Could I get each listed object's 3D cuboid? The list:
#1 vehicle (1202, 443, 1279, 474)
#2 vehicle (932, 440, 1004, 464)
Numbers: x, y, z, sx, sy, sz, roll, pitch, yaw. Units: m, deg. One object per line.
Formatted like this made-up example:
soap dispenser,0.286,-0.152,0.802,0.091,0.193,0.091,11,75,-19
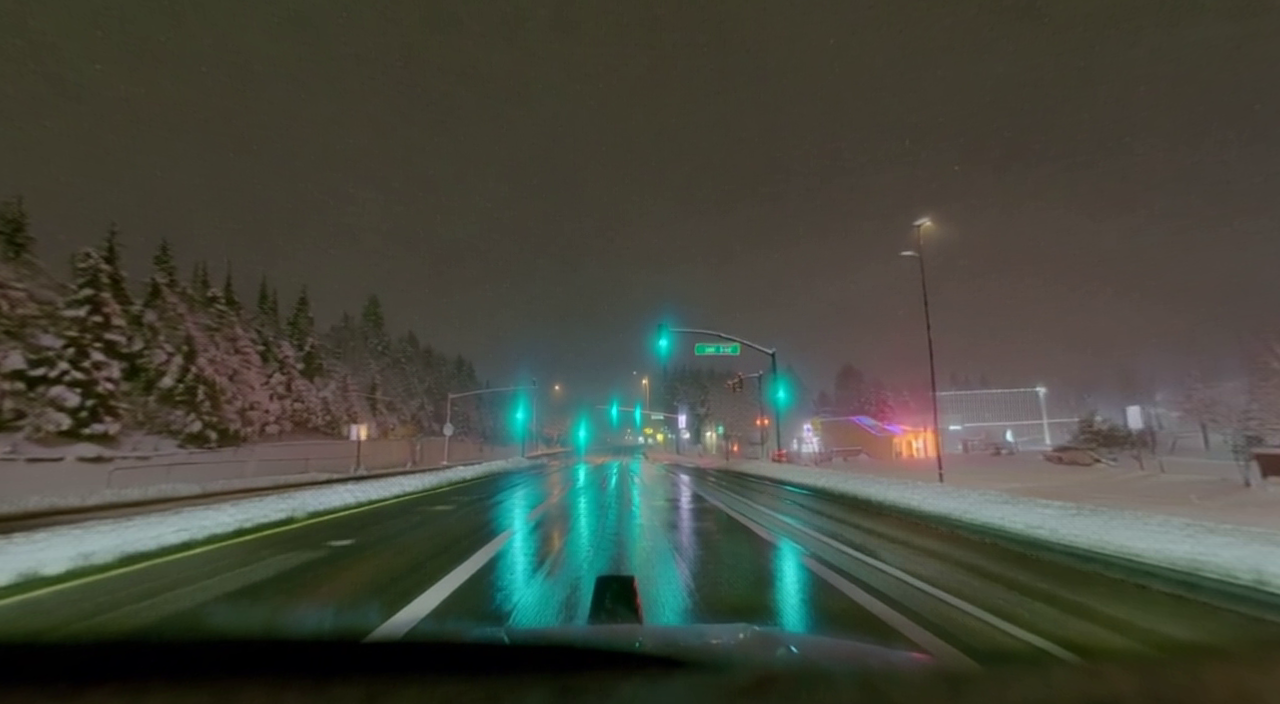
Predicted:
vehicle,29.944,5.074,29.960,4.203,1.391,1.775,-5,-9,27
vehicle,21.693,6.609,41.648,1.717,1.486,3.824,4,-9,-32
